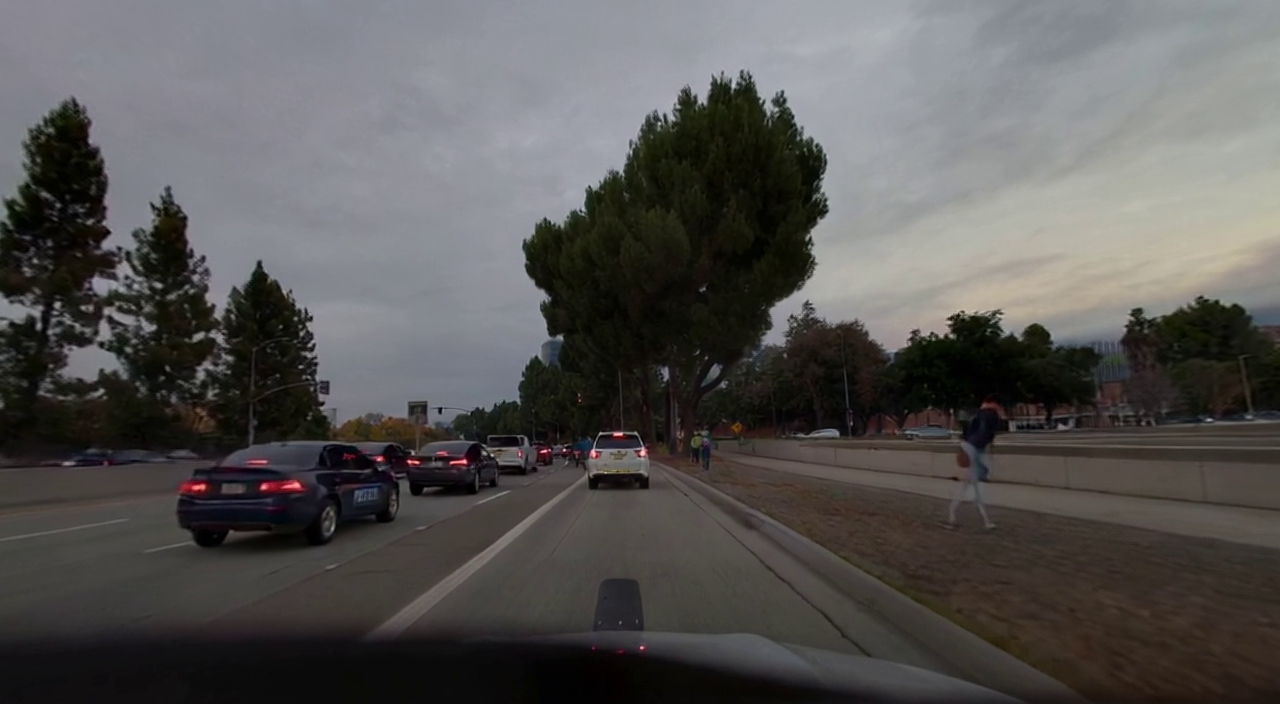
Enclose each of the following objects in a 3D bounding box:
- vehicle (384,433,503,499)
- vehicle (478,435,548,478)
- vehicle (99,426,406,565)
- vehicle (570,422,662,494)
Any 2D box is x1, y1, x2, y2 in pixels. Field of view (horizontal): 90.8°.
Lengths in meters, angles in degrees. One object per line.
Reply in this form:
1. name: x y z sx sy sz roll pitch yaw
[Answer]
1. vehicle: -5.536 3.267 18.491 2.010 1.674 4.484 0 -9 1
2. vehicle: -5.590 4.670 28.473 2.188 1.774 4.477 0 -9 0
3. vehicle: -5.367 2.010 9.602 2.069 1.616 4.108 0 -9 -1
4. vehicle: -0.692 3.069 18.590 2.368 1.829 4.293 0 -9 -2
